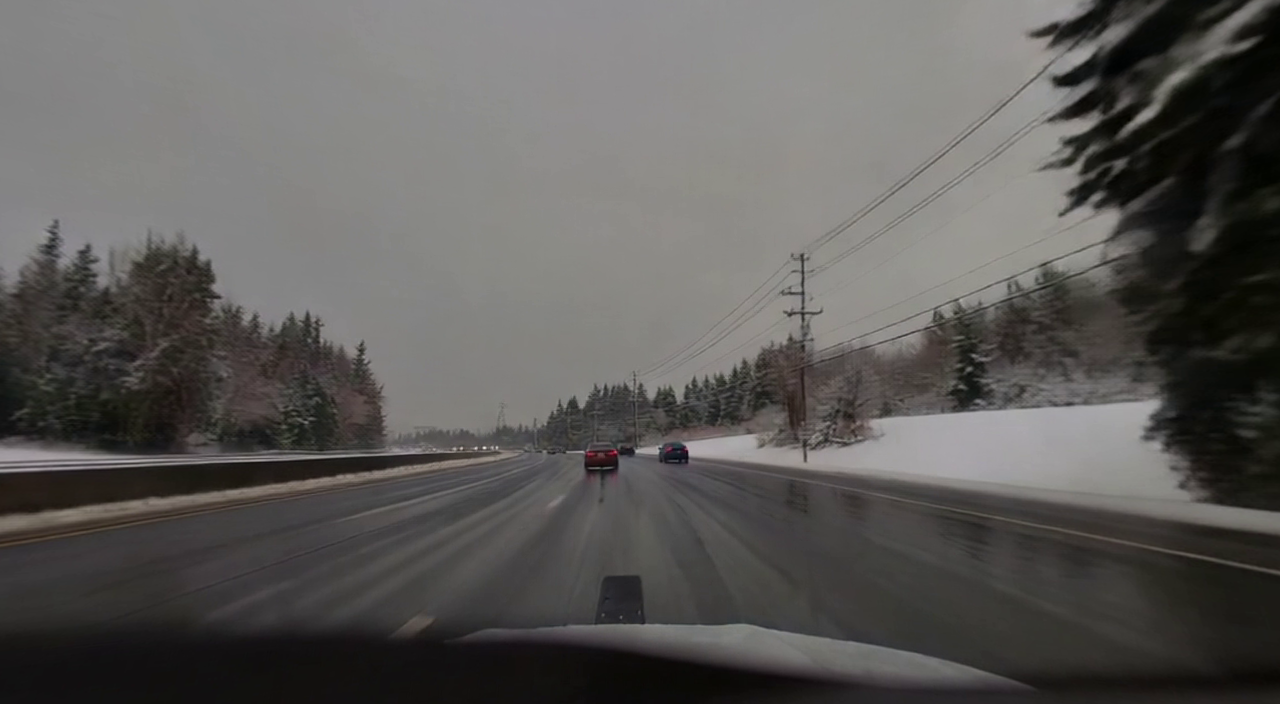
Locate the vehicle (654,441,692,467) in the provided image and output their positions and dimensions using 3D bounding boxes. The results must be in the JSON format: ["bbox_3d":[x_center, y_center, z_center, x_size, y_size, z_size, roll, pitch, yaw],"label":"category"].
[{"bbox_3d":[1.996,6.267,39.068,1.789,1.503,3.897,1,-9,-5],"label":"vehicle"}]

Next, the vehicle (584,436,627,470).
[{"bbox_3d":[-1.883,5.481,34.422,2.188,1.714,3.921,1,-8,-3],"label":"vehicle"}]
